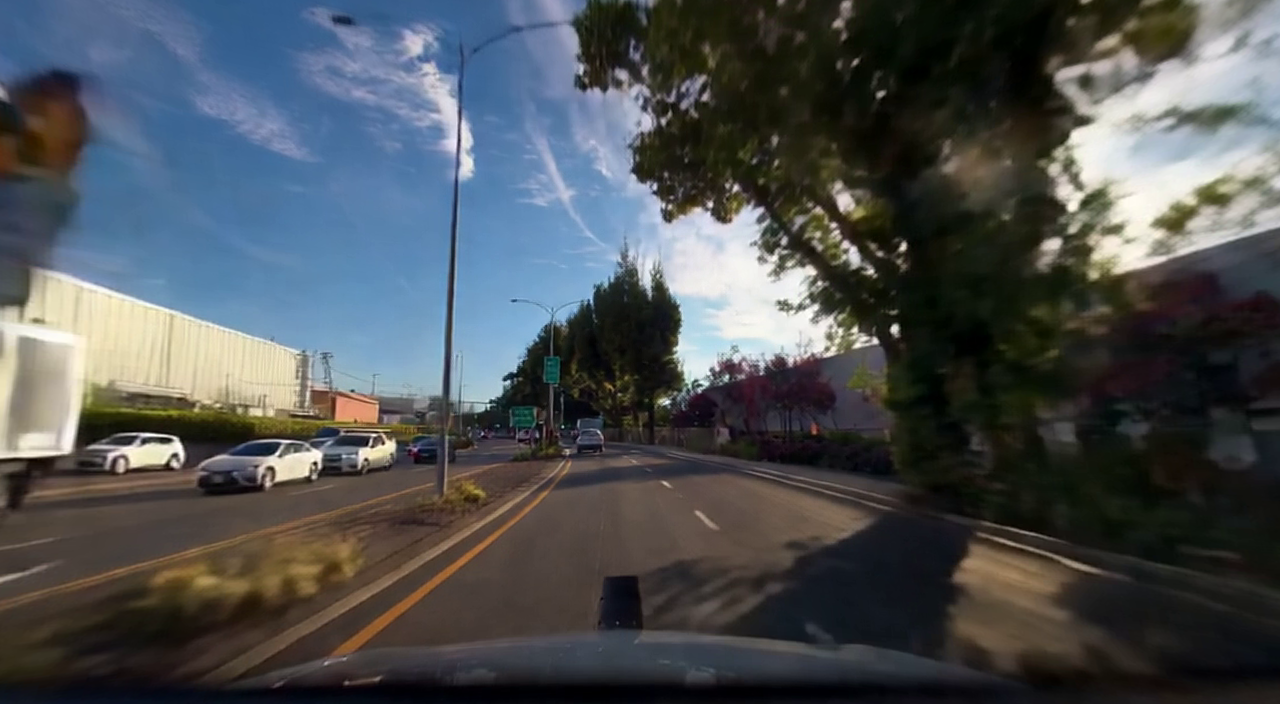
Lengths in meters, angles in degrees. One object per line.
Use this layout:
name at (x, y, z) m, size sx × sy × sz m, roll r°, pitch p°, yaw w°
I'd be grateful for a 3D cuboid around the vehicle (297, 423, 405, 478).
vehicle at (-11.224, 3.854, 25.000) m, size 2.198 × 1.916 × 5.296 m, roll 1°, pitch -8°, yaw -5°

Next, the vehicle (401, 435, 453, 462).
vehicle at (-12.302, 5.583, 36.682) m, size 1.897 × 1.515 × 3.986 m, roll 1°, pitch -8°, yaw -5°

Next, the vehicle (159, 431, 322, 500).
vehicle at (-10.585, 2.984, 17.122) m, size 1.926 × 1.610 × 4.079 m, roll 0°, pitch -8°, yaw -3°

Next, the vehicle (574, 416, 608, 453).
vehicle at (-3.911, 6.488, 49.635) m, size 2.276 × 2.706 × 5.232 m, roll 1°, pitch -8°, yaw -9°

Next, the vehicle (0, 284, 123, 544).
vehicle at (-10.176, 0.471, 5.825) m, size 3.012 × 3.547 × 9.604 m, roll 0°, pitch -8°, yaw -3°
